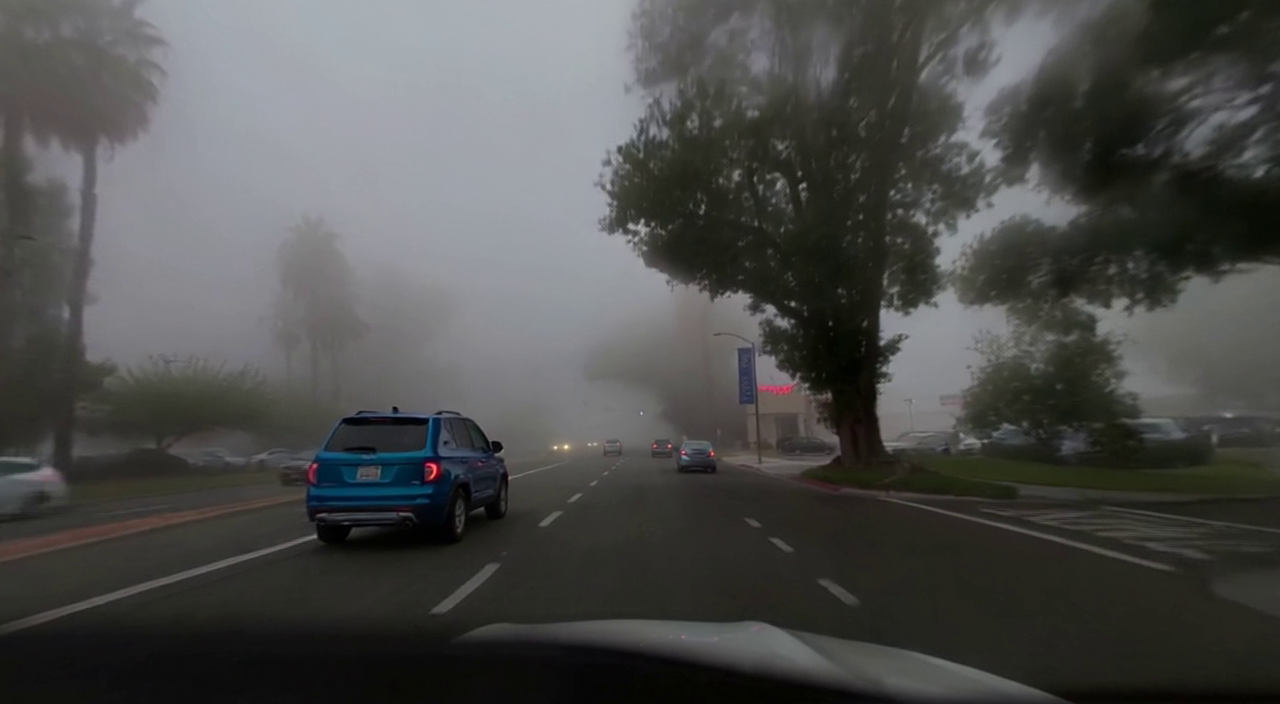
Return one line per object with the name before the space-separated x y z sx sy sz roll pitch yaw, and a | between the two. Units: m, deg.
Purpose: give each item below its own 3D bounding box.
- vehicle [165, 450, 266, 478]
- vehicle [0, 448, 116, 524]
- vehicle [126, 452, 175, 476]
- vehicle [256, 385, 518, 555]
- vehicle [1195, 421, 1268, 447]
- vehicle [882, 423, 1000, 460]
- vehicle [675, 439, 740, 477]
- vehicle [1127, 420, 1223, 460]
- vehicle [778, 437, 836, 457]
vehicle | -26.918 7.049 40.055 5.072 1.606 2.046 7 -11 -39
vehicle | -14.006 2.811 13.273 1.915 1.500 4.681 0 -8 0
vehicle | -37.005 8.417 47.584 4.378 1.687 1.968 -8 -11 40
vehicle | -3.435 1.727 9.780 2.152 1.987 4.527 0 -9 0
vehicle | 39.365 5.514 42.081 1.982 1.611 4.314 -4 -9 21
vehicle | 14.391 4.351 30.377 1.887 1.630 4.705 6 -11 -37
vehicle | 2.825 4.566 27.434 1.919 1.472 4.470 1 -9 -6
vehicle | 26.719 4.448 31.714 1.993 1.806 4.813 -4 -9 20
vehicle | 12.334 7.020 46.597 1.874 1.386 3.745 6 -11 -37
